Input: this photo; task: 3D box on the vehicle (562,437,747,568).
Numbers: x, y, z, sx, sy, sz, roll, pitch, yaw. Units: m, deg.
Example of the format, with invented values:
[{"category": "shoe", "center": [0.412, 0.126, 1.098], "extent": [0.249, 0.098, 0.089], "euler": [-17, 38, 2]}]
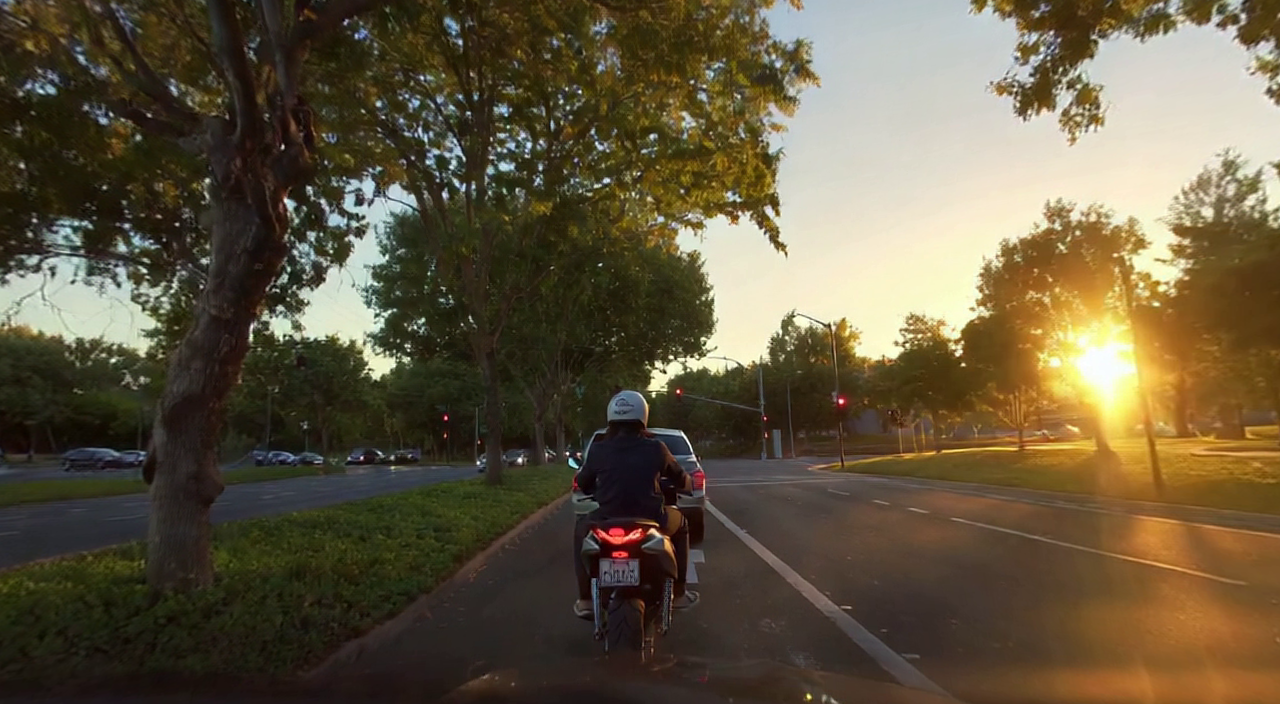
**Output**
[{"category": "vehicle", "center": [0.122, 2.028, 9.435], "extent": [2.093, 1.450, 4.437], "euler": [0, -8, -1]}]
